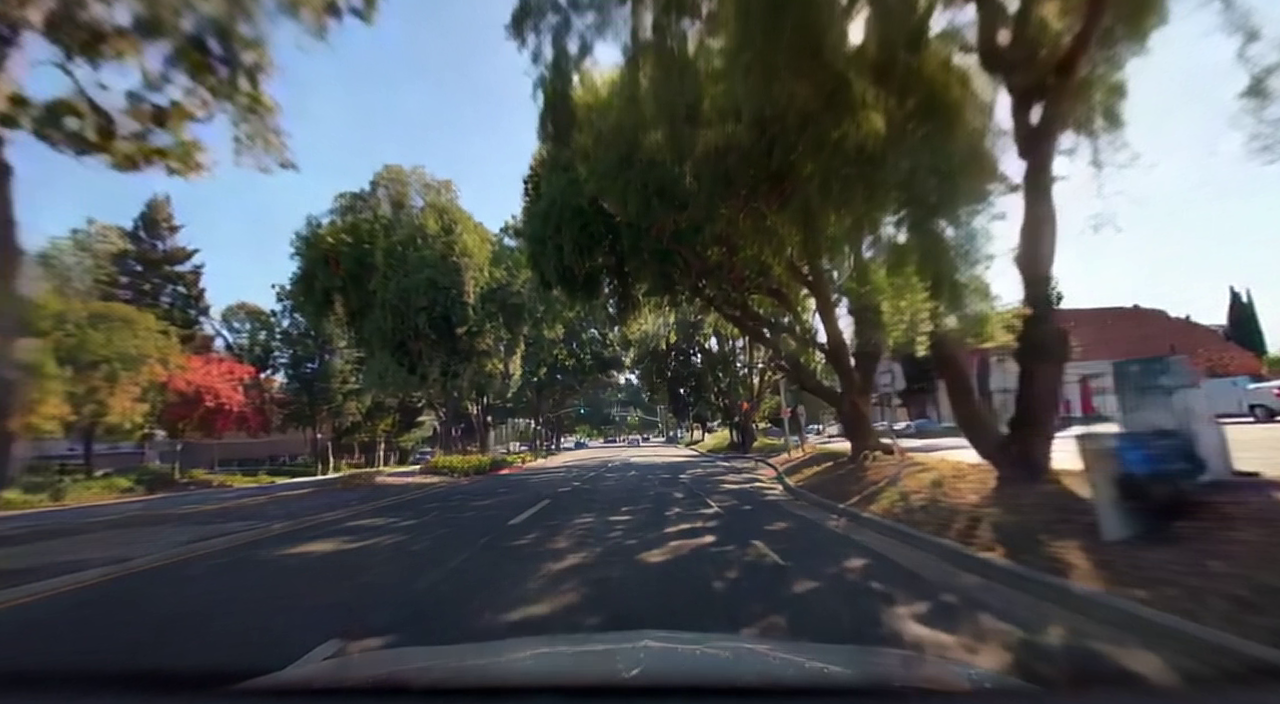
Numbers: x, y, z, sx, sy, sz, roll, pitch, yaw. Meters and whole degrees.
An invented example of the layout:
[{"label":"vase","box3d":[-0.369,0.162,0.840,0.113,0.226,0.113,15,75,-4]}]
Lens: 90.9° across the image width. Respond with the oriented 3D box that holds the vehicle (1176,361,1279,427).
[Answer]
[{"label":"vehicle","box3d":[41.294,2.453,41.136,8.935,3.546,2.885,-14,-10,37]}]
